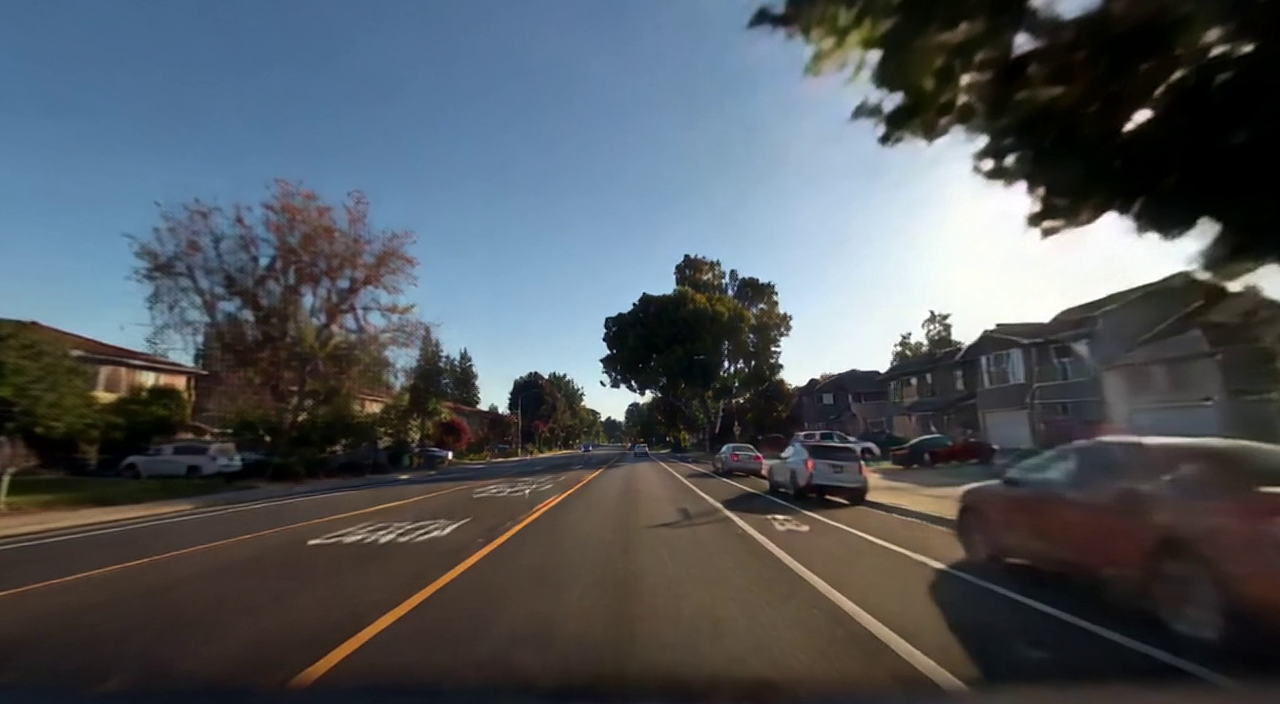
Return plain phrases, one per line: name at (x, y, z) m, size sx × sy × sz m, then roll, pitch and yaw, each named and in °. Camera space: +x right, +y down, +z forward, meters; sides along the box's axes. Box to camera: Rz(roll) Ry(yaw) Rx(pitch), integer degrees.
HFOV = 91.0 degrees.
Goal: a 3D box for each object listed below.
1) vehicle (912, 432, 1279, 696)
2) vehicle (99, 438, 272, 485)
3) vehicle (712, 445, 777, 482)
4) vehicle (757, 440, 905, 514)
vehicle at (4.521, 1.460, 5.347) m, size 1.968 × 1.467 × 5.107 m, roll 0°, pitch -8°, yaw -2°
vehicle at (-19.393, 4.674, 27.058) m, size 5.684 × 1.934 × 2.217 m, roll 0°, pitch -8°, yaw 1°
vehicle at (4.533, 4.925, 28.132) m, size 1.980 × 1.465 × 4.970 m, roll 0°, pitch -8°, yaw -1°
vehicle at (4.399, 2.947, 15.461) m, size 1.999 × 1.512 × 4.826 m, roll 0°, pitch -8°, yaw -2°
